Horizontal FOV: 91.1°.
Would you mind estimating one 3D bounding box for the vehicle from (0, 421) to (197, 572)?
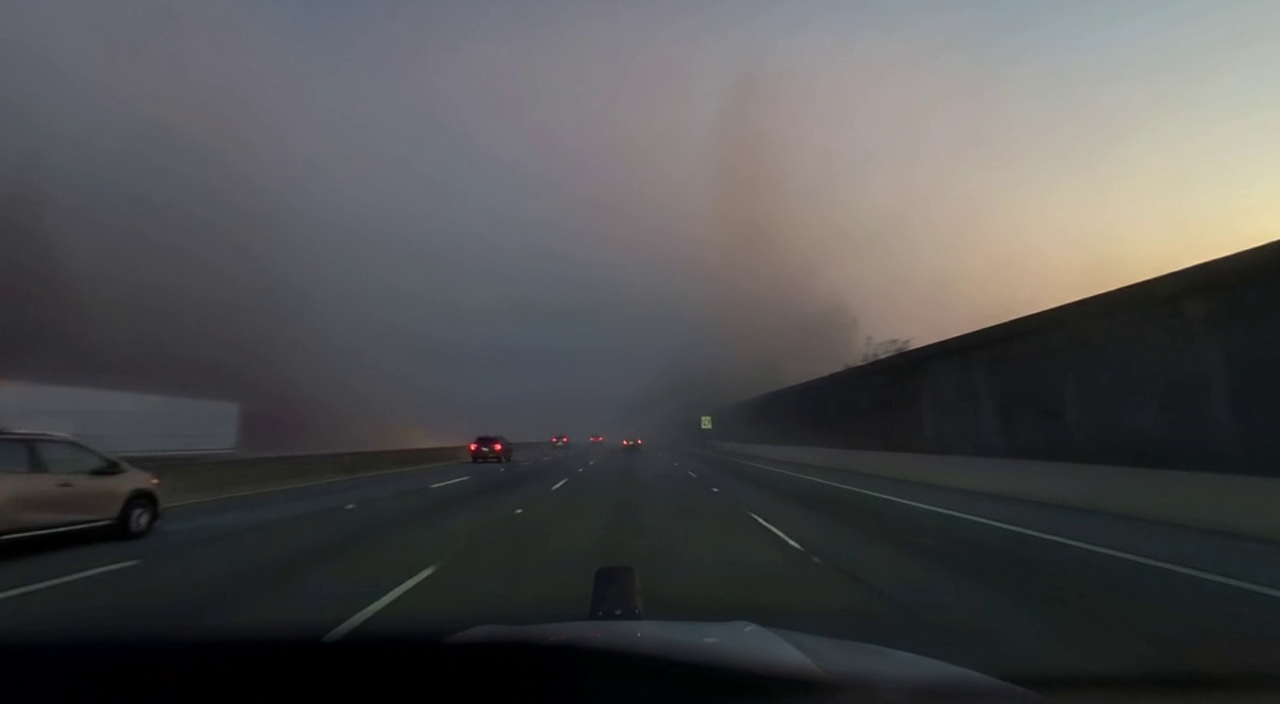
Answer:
[{"bbox_3d":[-7.484,1.522,6.783,2.003,1.523,4.741,0,-8,-1],"label":"vehicle"}]

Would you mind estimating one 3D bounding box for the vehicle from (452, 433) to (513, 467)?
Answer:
[{"bbox_3d":[-7.652,4.783,30.951,1.972,1.532,4.222,0,-8,-1],"label":"vehicle"}]
